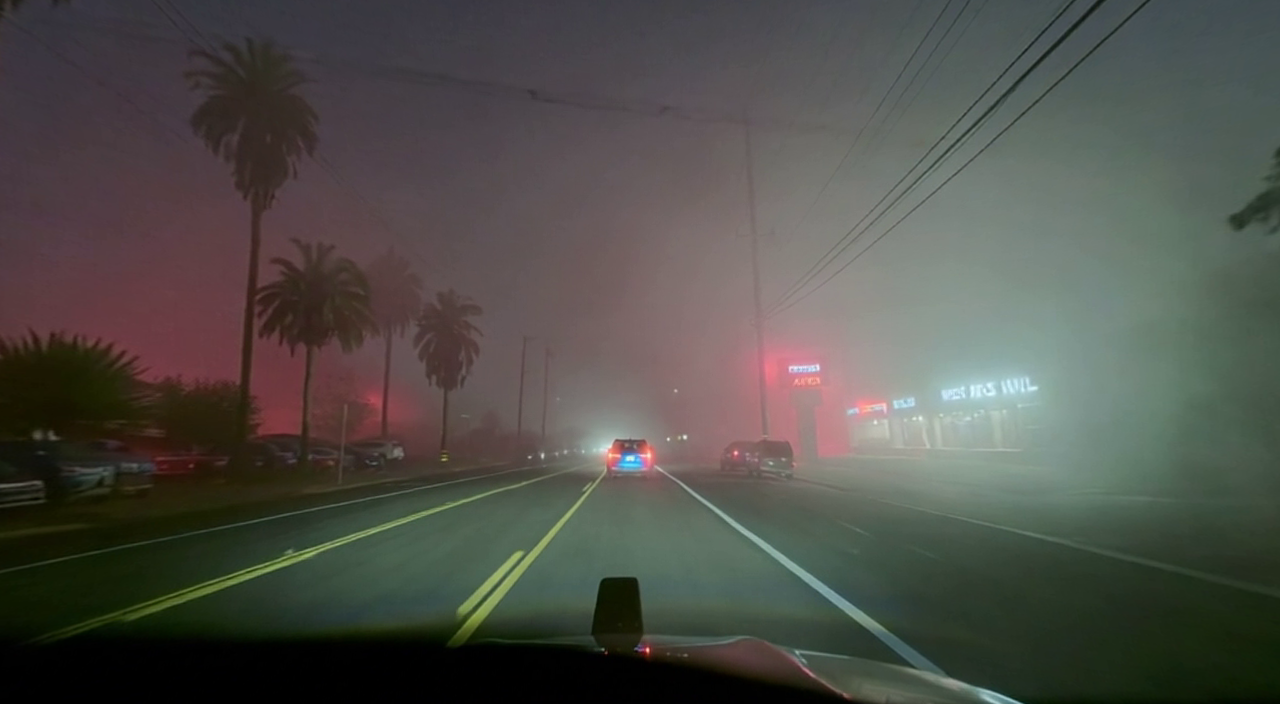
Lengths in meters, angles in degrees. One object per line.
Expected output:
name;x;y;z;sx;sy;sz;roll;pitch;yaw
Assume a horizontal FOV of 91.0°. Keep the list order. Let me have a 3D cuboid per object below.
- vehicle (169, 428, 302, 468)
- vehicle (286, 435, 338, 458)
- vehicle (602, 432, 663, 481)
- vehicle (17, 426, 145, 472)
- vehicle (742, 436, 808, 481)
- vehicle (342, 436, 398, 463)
vehicle;-19.133;4.543;29.919;4.976;1.741;1.986;7;-11;-40
vehicle;-23.003;6.661;44.291;1.829;1.492;4.487;1;-9;-8
vehicle;-0.283;4.213;25.611;2.264;1.798;4.563;0;-8;0
vehicle;-22.109;3.859;25.178;1.860;1.656;4.483;2;-9;-14
vehicle;5.878;4.699;27.991;1.945;1.791;4.460;0;-9;0
vehicle;-17.715;6.404;41.514;2.084;1.678;4.707;1;-9;-7
